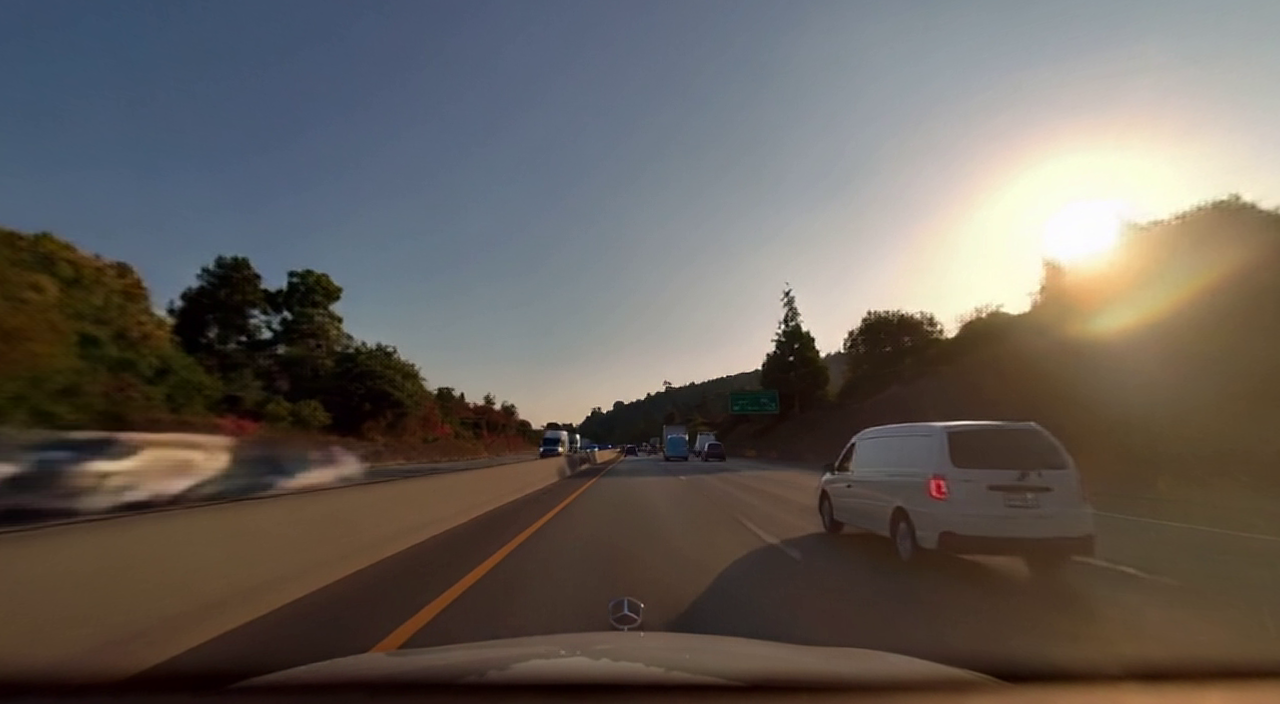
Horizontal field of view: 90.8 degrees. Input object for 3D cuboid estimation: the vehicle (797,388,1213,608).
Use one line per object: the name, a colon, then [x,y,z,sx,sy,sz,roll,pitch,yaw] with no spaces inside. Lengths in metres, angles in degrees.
vehicle: [3.513,1.522,7.426,2.070,1.751,4.576,0,-9,-1]

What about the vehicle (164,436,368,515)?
vehicle: [-8.226,2.739,14.506,1.937,1.499,4.518,0,-9,0]

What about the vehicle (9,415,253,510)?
vehicle: [-12.356,2.726,15.919,2.125,1.987,4.809,0,-9,0]
